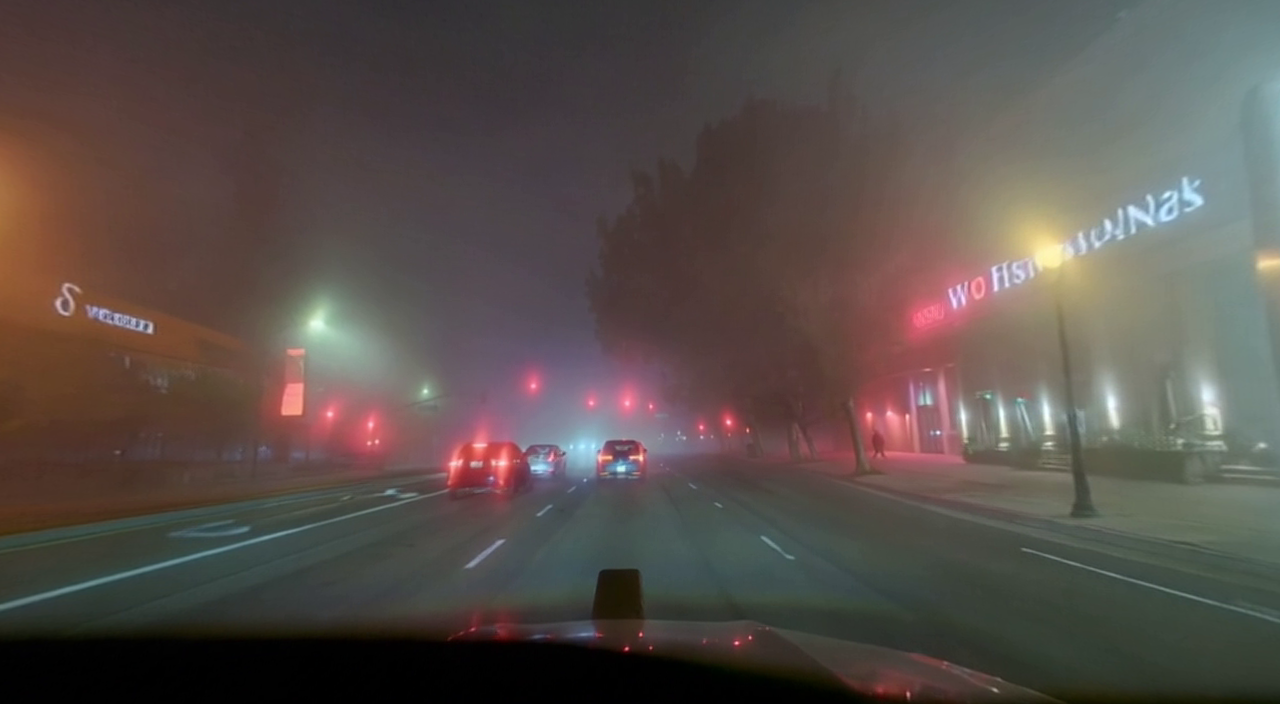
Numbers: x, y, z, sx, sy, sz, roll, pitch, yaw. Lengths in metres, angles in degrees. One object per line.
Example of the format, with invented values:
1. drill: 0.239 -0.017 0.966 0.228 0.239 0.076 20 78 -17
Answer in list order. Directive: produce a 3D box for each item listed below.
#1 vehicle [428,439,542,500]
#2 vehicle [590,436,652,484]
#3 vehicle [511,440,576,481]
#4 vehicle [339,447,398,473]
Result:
1. vehicle: -4.152 3.212 17.735 2.020 1.457 4.496 0 -8 0
2. vehicle: -0.630 3.834 22.638 2.042 1.555 3.912 0 -8 0
3. vehicle: -3.705 4.242 25.006 1.950 1.487 4.130 0 -8 0
4. vehicle: -19.563 7.758 45.779 2.054 1.724 4.829 0 -8 0
